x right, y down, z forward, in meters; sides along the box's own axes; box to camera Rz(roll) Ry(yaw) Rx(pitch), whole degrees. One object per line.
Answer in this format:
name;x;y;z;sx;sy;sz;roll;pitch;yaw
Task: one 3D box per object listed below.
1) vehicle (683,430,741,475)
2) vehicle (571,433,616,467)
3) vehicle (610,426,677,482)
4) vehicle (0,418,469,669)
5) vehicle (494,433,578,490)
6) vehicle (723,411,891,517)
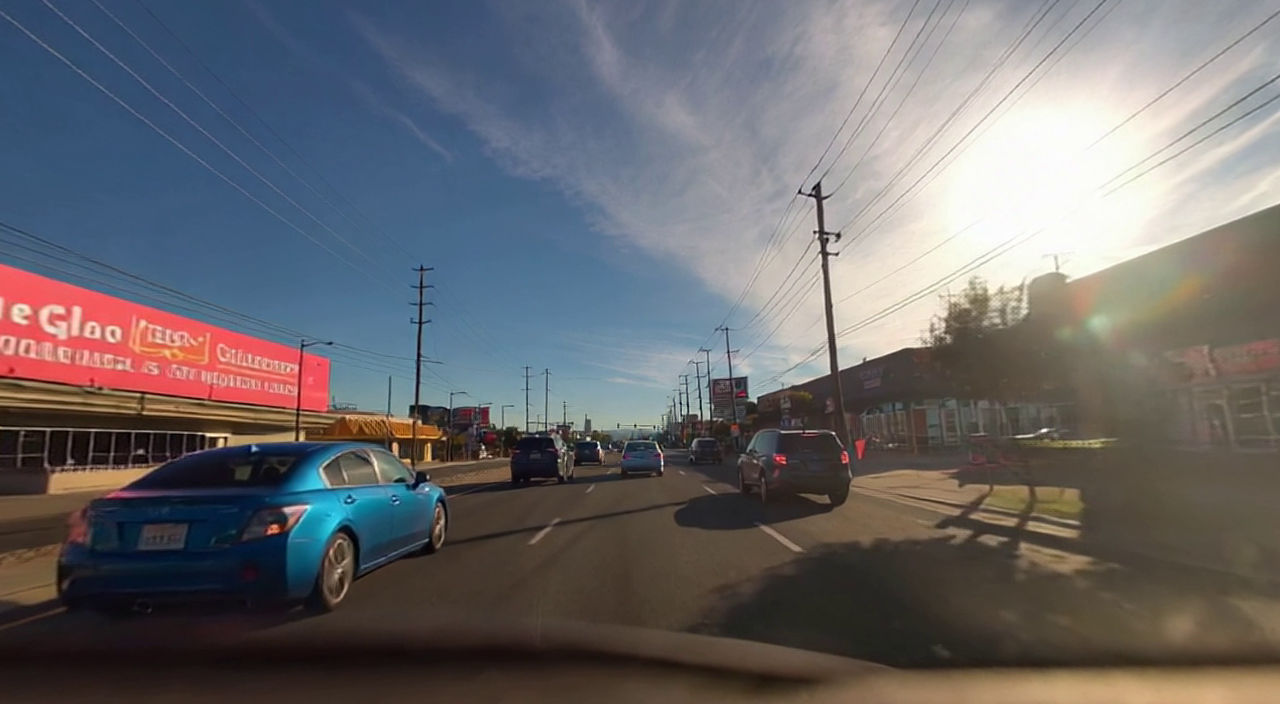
vehicle;3.168;4.549;28.764;2.026;1.904;4.102;0;-8;-2
vehicle;-2.890;6.276;40.566;2.405;2.009;5.909;0;-8;0
vehicle;0.090;3.878;24.214;2.326;1.925;4.253;0;-8;-1
vehicle;-3.295;1.492;6.132;2.022;1.498;4.471;0;-8;0
vehicle;-3.280;3.526;20.697;2.051;1.671;3.861;0;-8;0
vehicle;3.362;2.399;13.990;2.282;1.897;4.915;0;-8;-1
